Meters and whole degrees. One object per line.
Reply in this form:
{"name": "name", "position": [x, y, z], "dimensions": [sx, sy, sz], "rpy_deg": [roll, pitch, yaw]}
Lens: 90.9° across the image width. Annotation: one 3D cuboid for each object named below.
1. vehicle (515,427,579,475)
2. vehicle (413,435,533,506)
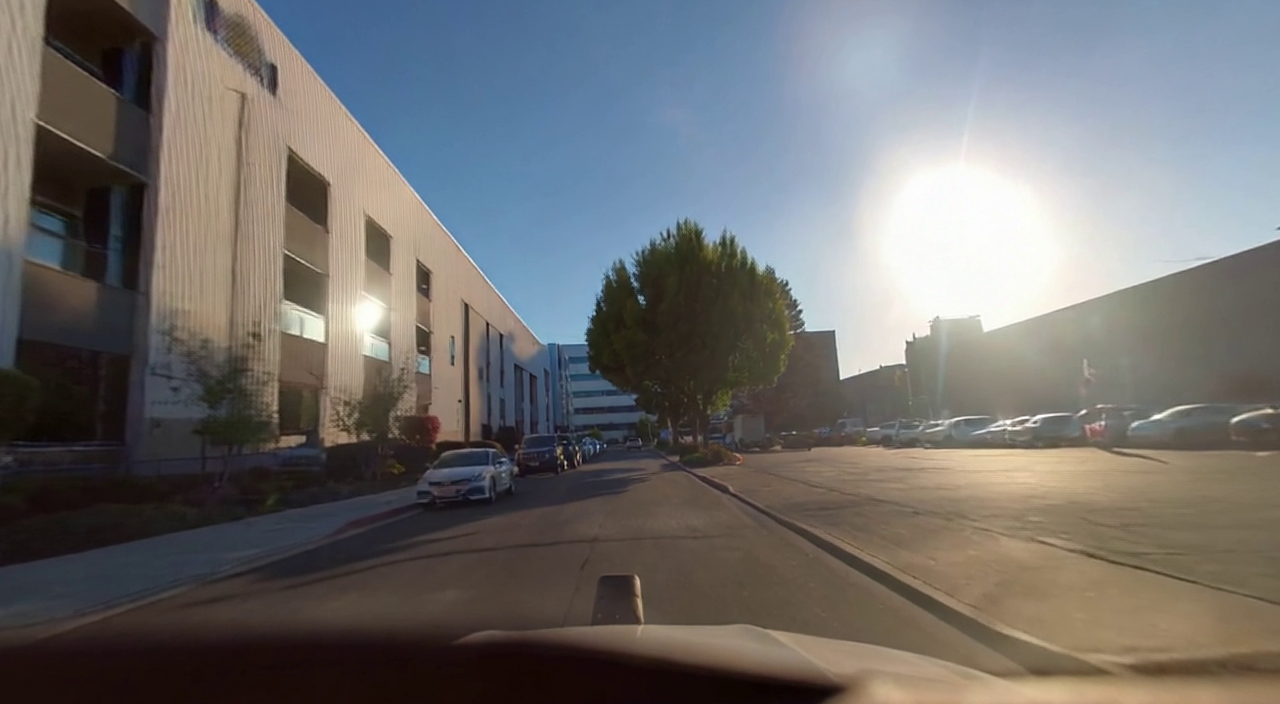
{"name": "vehicle", "position": [-4.142, 4.567, 28.799], "dimensions": [2.161, 1.843, 5.181], "rpy_deg": [-4, -10, -1]}
{"name": "vehicle", "position": [-4.263, 3.105, 16.833], "dimensions": [2.040, 1.501, 4.440], "rpy_deg": [-4, -9, -1]}
